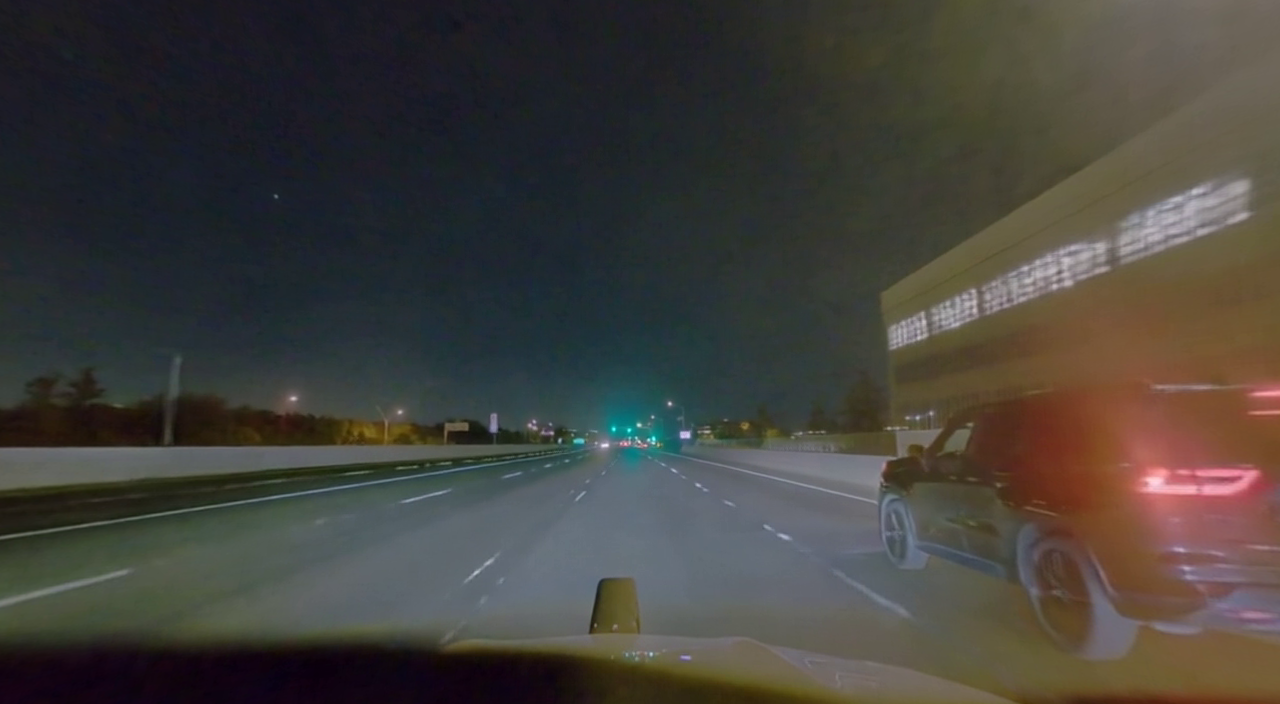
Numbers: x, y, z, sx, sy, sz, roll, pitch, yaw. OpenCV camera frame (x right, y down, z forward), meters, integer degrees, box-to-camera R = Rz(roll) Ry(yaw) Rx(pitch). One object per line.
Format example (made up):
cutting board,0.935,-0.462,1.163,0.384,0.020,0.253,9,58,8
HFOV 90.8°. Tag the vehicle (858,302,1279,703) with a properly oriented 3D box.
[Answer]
vehicle,3.536,0.970,4.286,2.212,1.753,5.064,0,-9,-1
